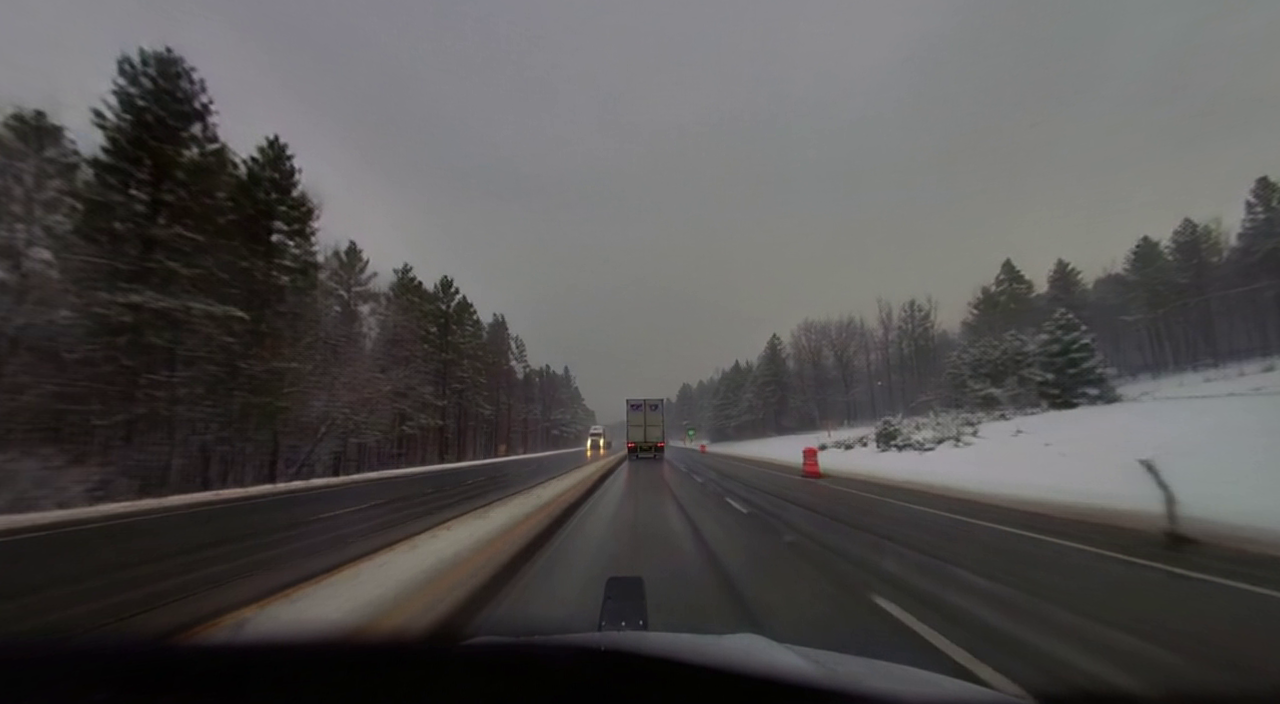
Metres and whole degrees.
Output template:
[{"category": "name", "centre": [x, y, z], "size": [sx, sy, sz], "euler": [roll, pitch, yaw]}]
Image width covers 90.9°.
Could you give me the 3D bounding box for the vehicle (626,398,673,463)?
[{"category": "vehicle", "centre": [0.501, 5.803, 45.740], "size": [2.935, 4.068, 11.036], "euler": [0, -8, -1]}]
